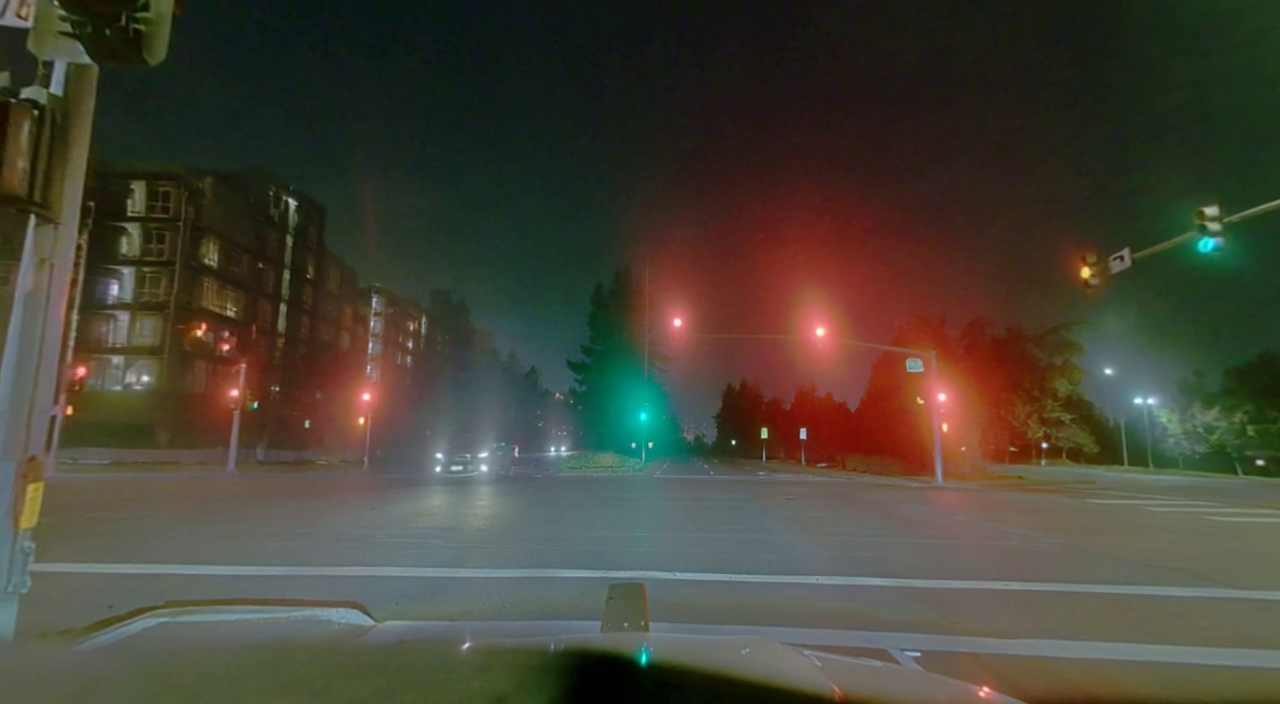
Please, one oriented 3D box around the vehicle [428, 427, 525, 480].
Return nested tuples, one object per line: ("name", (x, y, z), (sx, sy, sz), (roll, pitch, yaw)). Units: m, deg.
("vehicle", (-6.093, 3.867, 24.280), (2.234, 1.796, 5.416), (0, -8, 0))
